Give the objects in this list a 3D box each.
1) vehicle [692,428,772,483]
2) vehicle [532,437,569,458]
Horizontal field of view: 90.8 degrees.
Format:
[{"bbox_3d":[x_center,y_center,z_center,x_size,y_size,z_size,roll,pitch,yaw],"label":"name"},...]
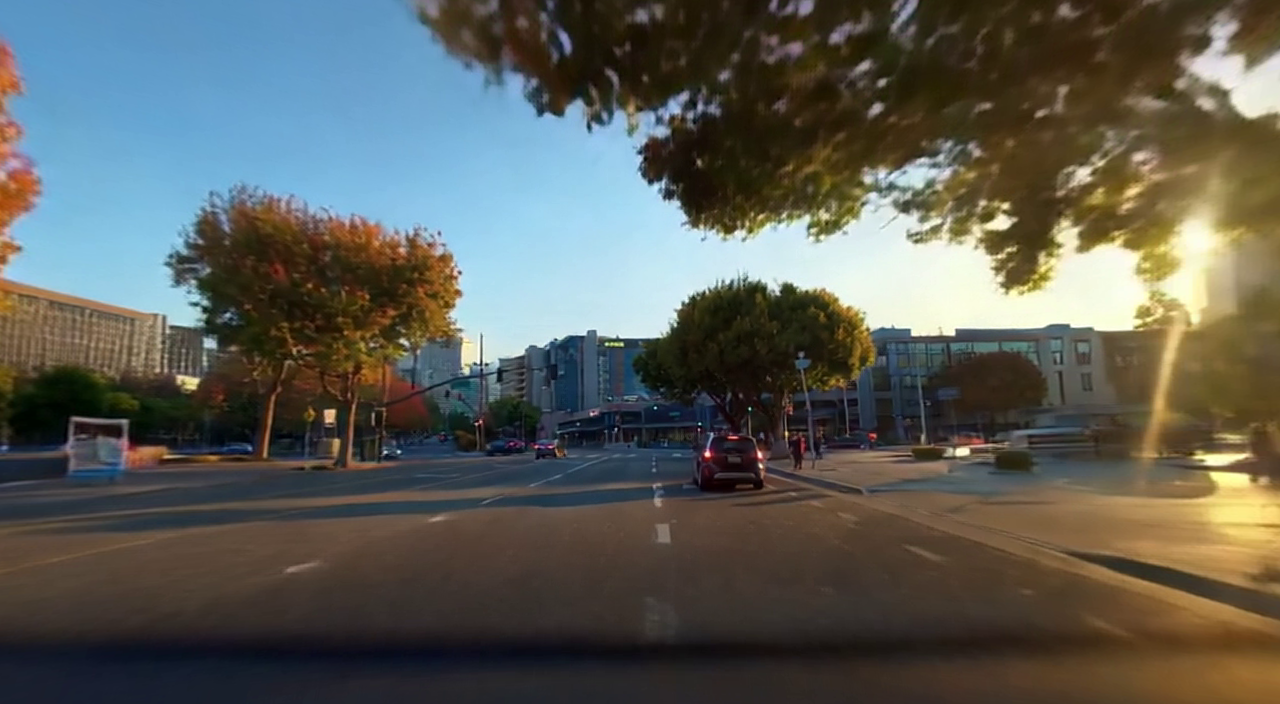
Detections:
[{"bbox_3d":[3.027,3.528,21.710,2.230,1.683,4.204,0,-8,2],"label":"vehicle"},{"bbox_3d":[-6.625,7.094,47.118,1.924,1.458,4.448,-1,-8,2],"label":"vehicle"}]
